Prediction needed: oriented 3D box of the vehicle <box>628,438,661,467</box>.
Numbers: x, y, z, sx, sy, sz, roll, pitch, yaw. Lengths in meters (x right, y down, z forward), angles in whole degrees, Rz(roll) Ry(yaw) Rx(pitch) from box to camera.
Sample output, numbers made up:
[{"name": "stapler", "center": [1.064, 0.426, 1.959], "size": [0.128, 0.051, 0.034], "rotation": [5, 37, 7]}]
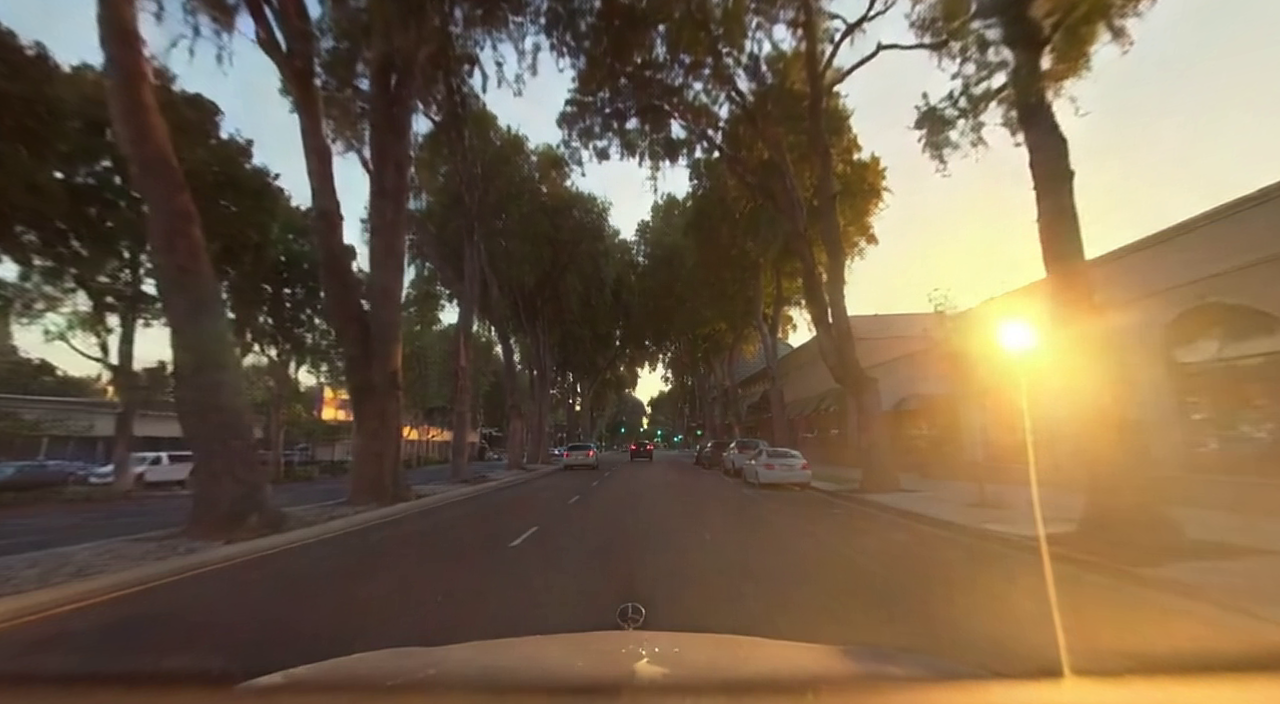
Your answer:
[{"name": "vehicle", "center": [0.317, 6.585, 41.345], "size": [2.075, 1.770, 4.018], "rotation": [0, -9, 1]}]

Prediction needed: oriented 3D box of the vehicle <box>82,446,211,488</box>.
[{"name": "vehicle", "center": [-27.031, 6.276, 34.900], "size": [2.231, 2.124, 5.680], "rotation": [-1, -9, 4]}]

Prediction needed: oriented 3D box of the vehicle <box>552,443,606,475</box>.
[{"name": "vehicle", "center": [-2.977, 5.318, 31.628], "size": [2.151, 1.484, 4.468], "rotation": [0, -9, 2]}]

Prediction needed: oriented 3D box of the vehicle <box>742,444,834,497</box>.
[{"name": "vehicle", "center": [4.513, 3.663, 19.916], "size": [1.896, 1.451, 4.329], "rotation": [0, -9, 1]}]
